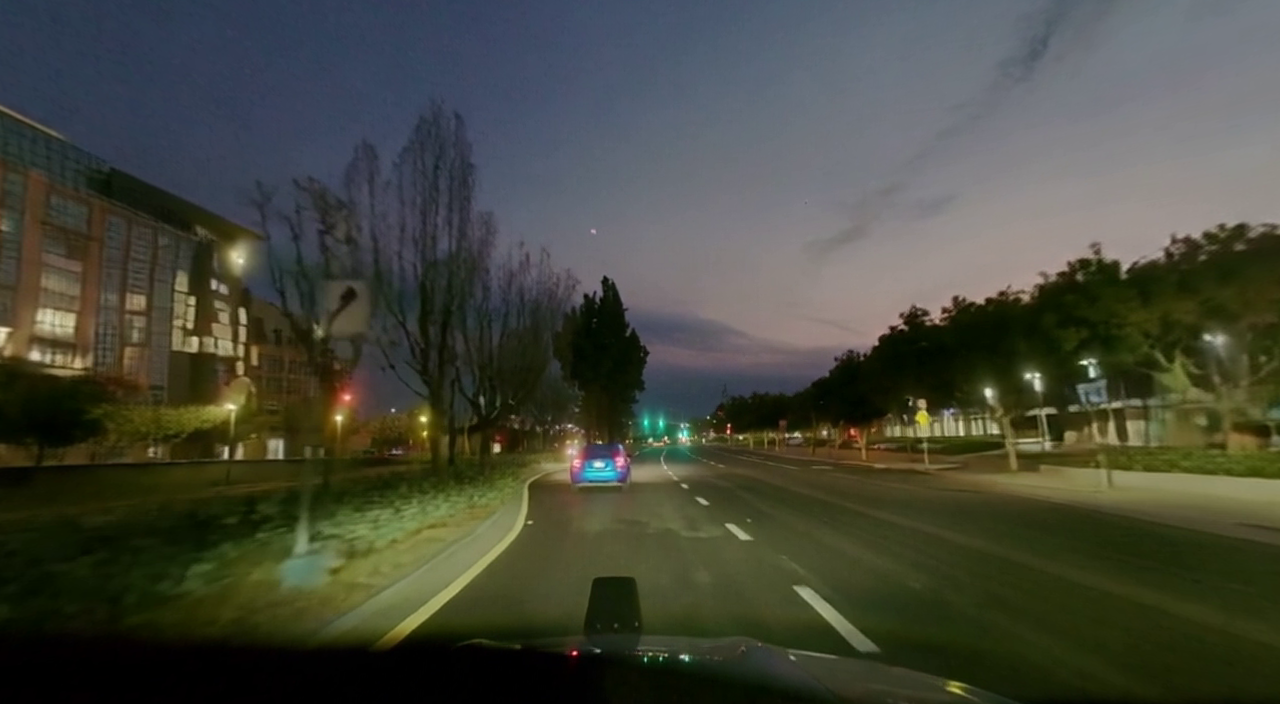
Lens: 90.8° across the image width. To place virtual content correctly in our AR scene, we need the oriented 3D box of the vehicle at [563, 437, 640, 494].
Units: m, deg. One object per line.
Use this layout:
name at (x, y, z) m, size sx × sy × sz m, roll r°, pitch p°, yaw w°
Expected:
vehicle at (-1.179, 3.359, 19.178) m, size 2.042 × 1.479 × 4.601 m, roll 0°, pitch -8°, yaw -4°
